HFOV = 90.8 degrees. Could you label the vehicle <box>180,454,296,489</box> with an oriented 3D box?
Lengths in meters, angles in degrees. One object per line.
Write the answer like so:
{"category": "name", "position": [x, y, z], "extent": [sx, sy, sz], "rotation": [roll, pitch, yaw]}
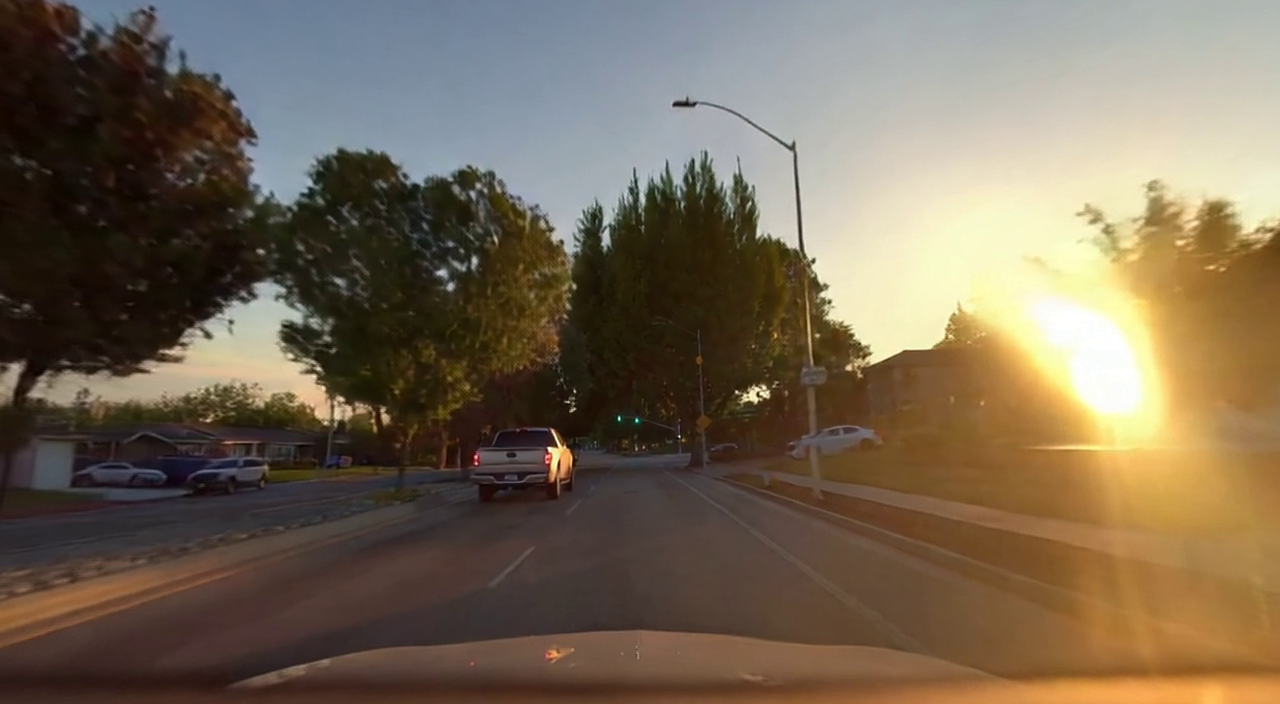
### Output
{"category": "vehicle", "position": [-21.228, 6.316, 33.528], "extent": [4.669, 1.745, 2.156], "rotation": [-1, -9, 1]}

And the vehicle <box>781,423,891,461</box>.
{"category": "vehicle", "position": [10.089, 4.690, 32.785], "extent": [4.882, 1.839, 2.243], "rotation": [1, -9, -6]}

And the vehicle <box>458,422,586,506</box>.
{"category": "vehicle", "position": [-3.140, 3.191, 18.412], "extent": [2.508, 2.001, 5.880], "rotation": [-1, -9, 1]}

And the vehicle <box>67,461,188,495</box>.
{"category": "vehicle", "position": [-26.867, 6.598, 33.250], "extent": [4.497, 1.634, 1.991], "rotation": [0, -9, -3]}
